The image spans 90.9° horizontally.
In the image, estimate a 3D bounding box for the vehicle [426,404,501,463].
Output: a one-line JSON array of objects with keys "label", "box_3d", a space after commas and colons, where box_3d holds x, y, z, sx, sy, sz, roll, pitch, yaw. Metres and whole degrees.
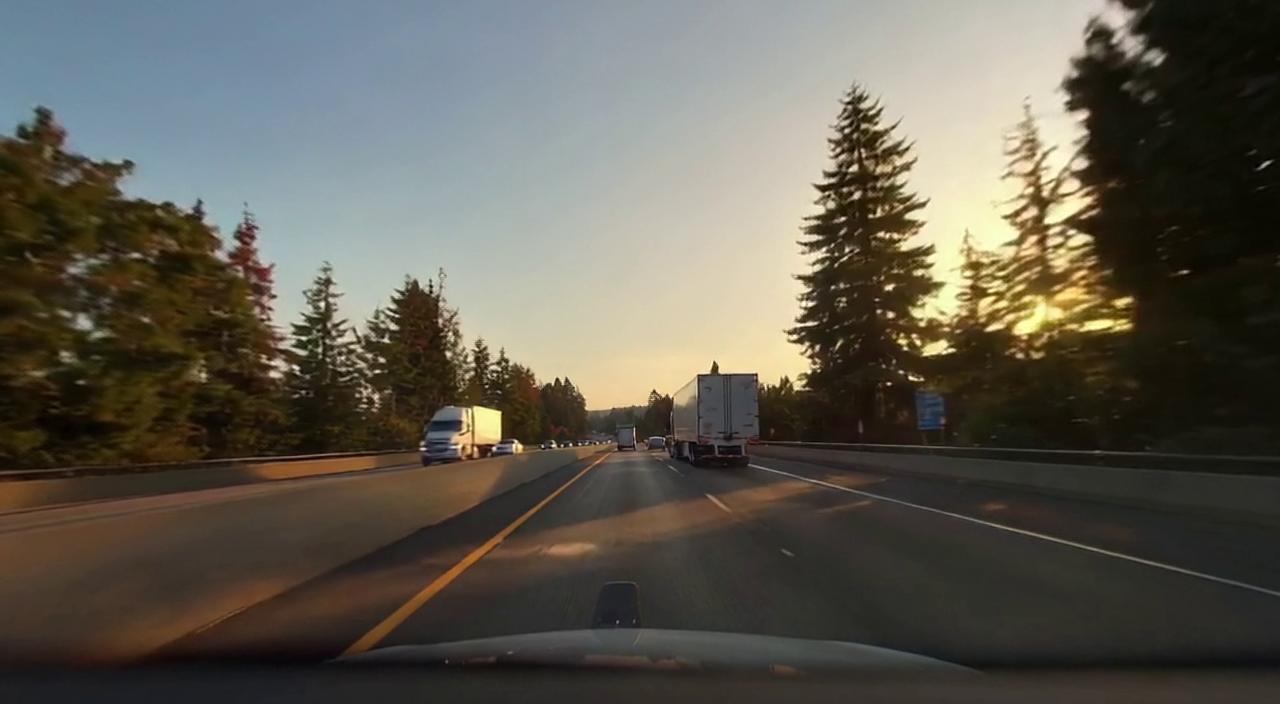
[{"label": "vehicle", "box_3d": [-13.207, 6.265, 48.196, 2.952, 4.048, 10.005, 0, -8, -1]}]

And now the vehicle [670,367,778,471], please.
[{"label": "vehicle", "box_3d": [3.549, 3.487, 31.146, 3.038, 3.975, 13.887, 0, -8, -1]}]
